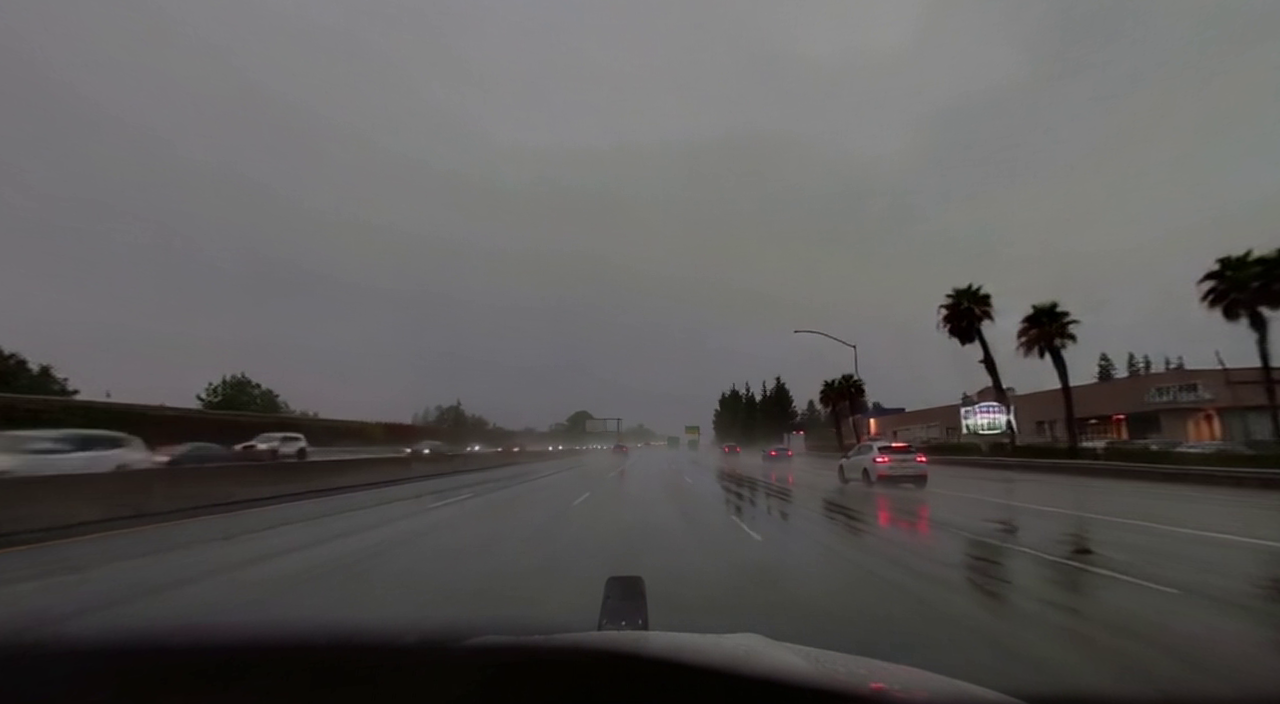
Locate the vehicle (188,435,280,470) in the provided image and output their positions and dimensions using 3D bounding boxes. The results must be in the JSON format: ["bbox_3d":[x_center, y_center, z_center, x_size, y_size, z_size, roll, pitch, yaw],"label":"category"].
[{"bbox_3d":[-21.465,5.341,33.597,1.894,1.719,4.407,0,-8,1],"label":"vehicle"}]

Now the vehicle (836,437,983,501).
[{"bbox_3d":[7.295,3.206,17.740,2.071,1.543,4.702,0,-8,0],"label":"vehicle"}]

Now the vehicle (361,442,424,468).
[{"bbox_3d":[-14.946,6.243,38.344,1.886,1.458,4.457,0,-8,2],"label":"vehicle"}]
